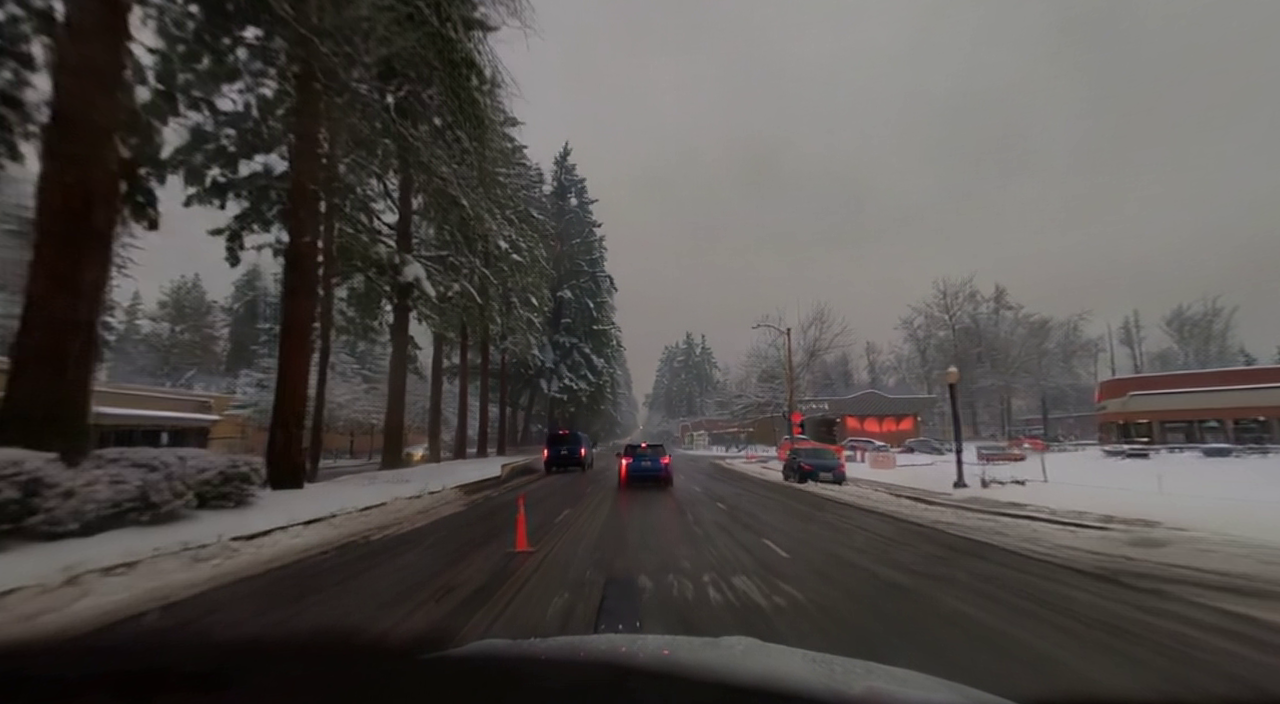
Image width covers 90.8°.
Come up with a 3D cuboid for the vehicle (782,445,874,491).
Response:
[{"bbox_3d":[6.964,4.320,23.961,2.076,1.535,4.460,1,-9,-1],"label":"vehicle"}]

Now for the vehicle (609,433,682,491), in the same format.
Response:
[{"bbox_3d":[0.165,3.581,20.932,2.168,1.725,4.192,0,-8,0],"label":"vehicle"}]

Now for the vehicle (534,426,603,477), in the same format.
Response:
[{"bbox_3d":[-3.118,4.509,28.855,2.357,2.063,5.488,0,-8,1],"label":"vehicle"}]

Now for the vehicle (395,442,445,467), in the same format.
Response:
[{"bbox_3d":[-15.502,7.215,44.695,1.898,1.702,4.456,0,-8,1],"label":"vehicle"}]
